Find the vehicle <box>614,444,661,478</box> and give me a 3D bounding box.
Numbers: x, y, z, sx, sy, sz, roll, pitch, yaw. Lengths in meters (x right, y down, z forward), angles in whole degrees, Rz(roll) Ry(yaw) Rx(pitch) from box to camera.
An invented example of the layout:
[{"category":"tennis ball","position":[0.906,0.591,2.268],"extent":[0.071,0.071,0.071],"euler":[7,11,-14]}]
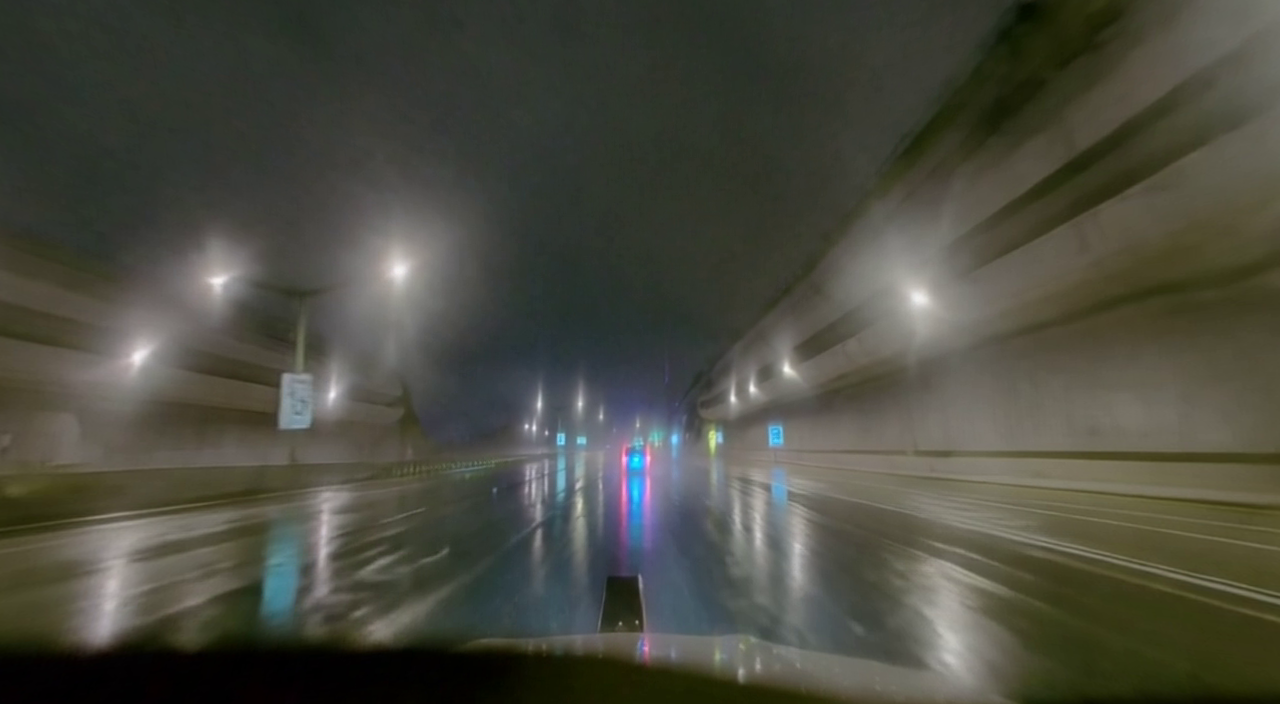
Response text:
[{"category":"vehicle","position":[-0.124,5.155,29.924],"extent":[2.055,1.501,4.321],"euler":[0,-9,-1]}]
